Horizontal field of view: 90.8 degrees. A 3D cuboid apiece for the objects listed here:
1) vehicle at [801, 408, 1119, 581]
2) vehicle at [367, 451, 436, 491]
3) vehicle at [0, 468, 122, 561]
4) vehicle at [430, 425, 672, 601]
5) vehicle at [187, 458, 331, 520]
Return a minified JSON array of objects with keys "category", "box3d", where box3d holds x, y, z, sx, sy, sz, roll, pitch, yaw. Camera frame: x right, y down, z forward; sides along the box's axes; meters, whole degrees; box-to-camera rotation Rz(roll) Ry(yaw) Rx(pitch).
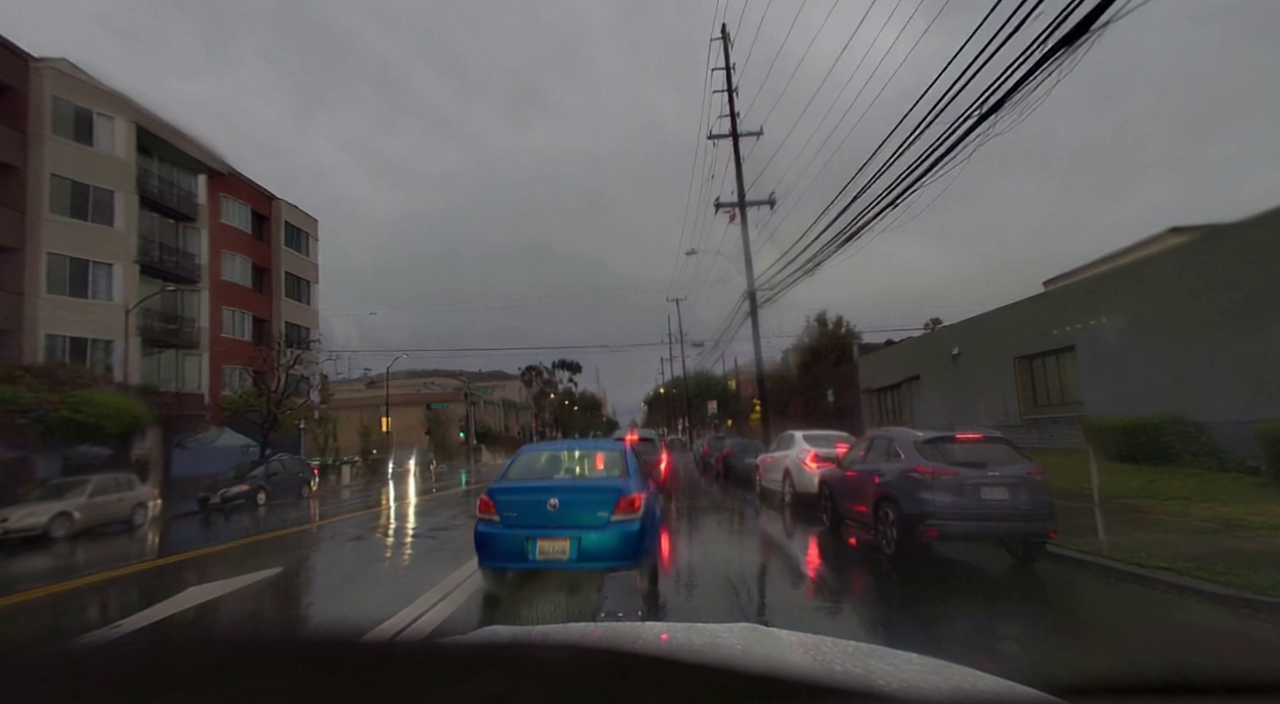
[{"category":"vehicle","box3d":[3.790,1.760,8.620,1.967,1.721,4.410,0,-8,-1]},{"category":"vehicle","box3d":[-11.939,5.932,31.931,2.011,1.687,4.079,-4,-8,-2]},{"category":"vehicle","box3d":[-11.915,2.904,11.017,1.850,1.487,4.711,-3,-8,-1]},{"category":"vehicle","box3d":[-0.722,1.692,7.649,2.019,1.453,4.603,0,-8,1]},{"category":"vehicle","box3d":[-11.853,4.241,20.044,1.868,1.491,4.367,-5,-9,0]}]
